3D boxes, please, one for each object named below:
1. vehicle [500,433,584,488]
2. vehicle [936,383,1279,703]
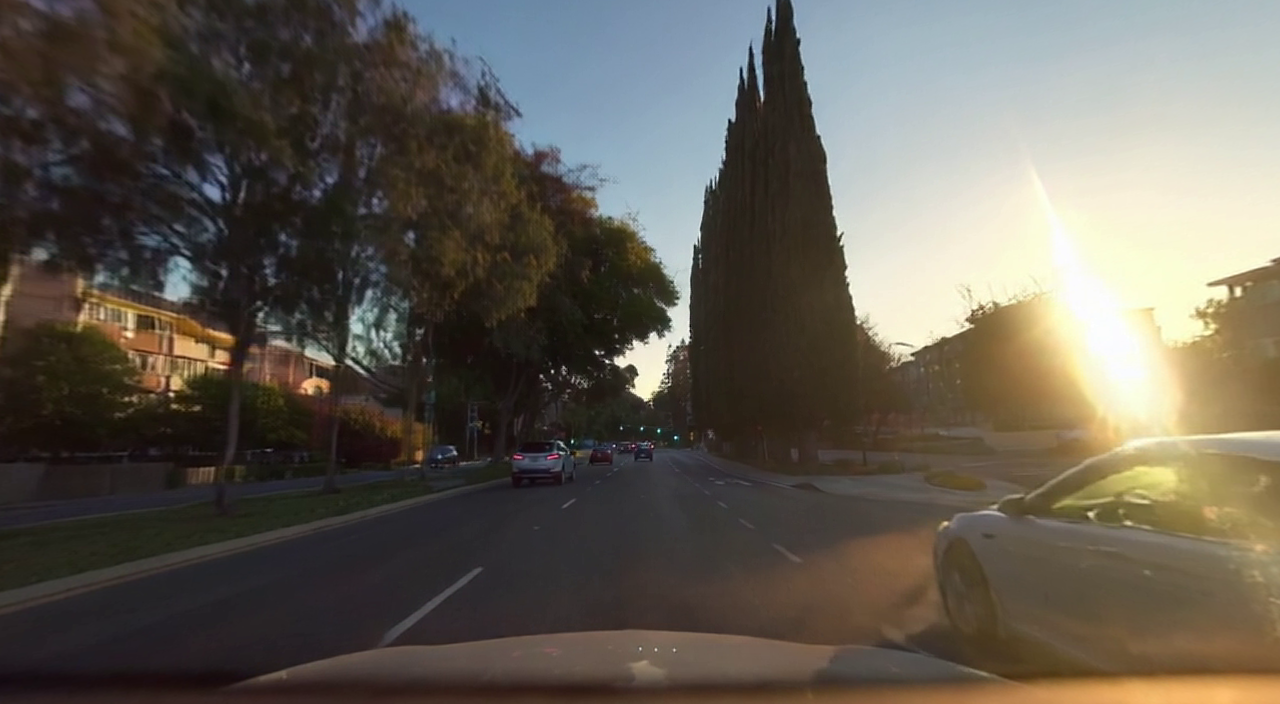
[{"bbox_3d":[-3.560,4.071,23.981,2.216,1.828,4.886,0,-8,3],"label":"vehicle"},{"bbox_3d":[3.228,0.942,2.616,1.945,1.530,4.320,0,-8,1],"label":"vehicle"}]
